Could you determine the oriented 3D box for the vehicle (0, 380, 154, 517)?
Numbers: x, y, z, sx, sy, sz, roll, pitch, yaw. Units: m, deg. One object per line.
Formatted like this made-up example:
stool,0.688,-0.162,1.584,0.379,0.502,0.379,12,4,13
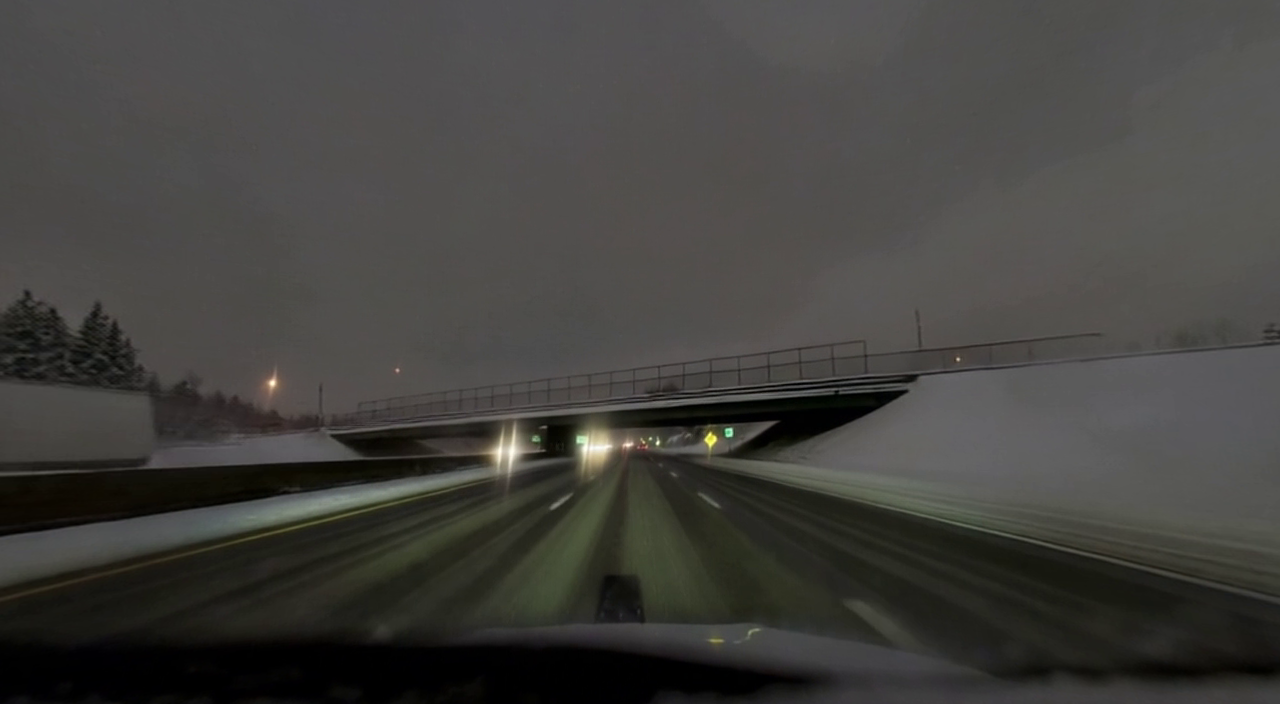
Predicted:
vehicle,-20.546,2.665,17.330,2.892,4.072,14.532,0,-9,-1
